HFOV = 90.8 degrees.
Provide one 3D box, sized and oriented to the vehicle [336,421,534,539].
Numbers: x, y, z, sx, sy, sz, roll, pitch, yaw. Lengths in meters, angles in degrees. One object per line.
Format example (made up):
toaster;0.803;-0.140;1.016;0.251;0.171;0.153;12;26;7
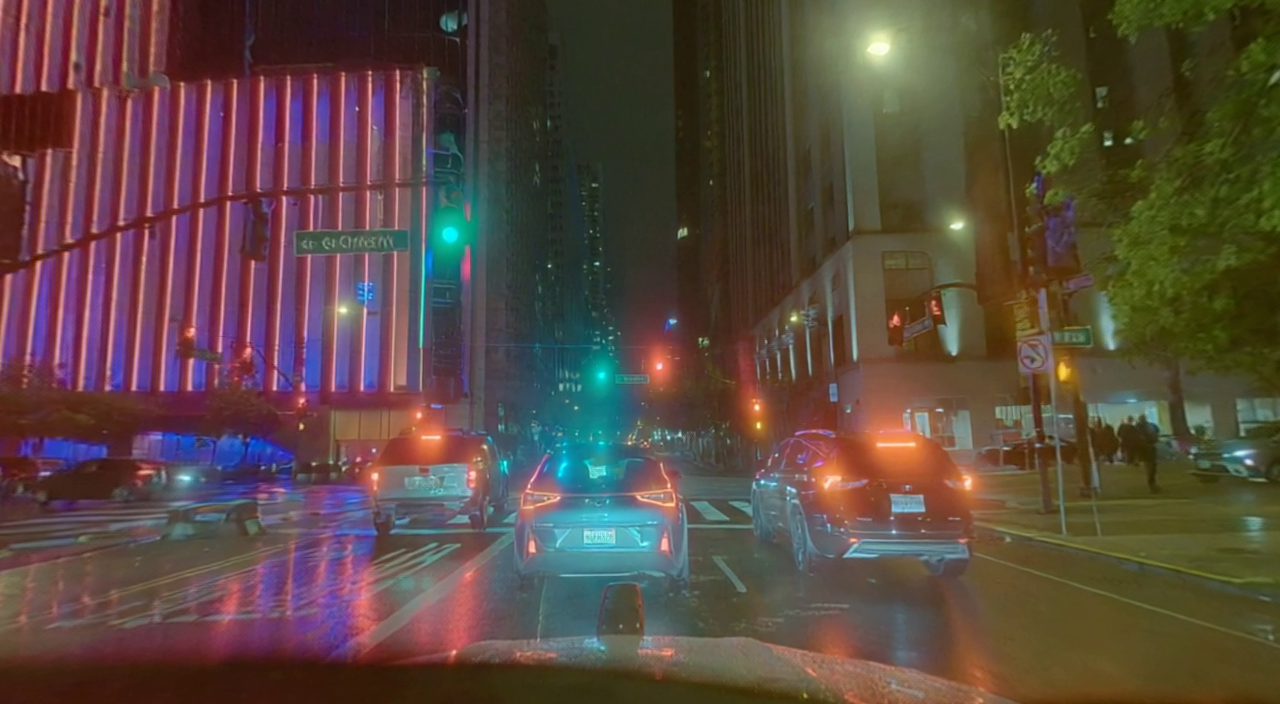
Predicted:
vehicle;-3.690;2.416;12.699;2.190;1.840;5.272;0;-8;0

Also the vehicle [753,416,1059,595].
vehicle;3.036;1.853;8.622;2.072;1.735;4.759;0;-8;0

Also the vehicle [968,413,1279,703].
vehicle;2.743;0.809;1.114;1.902;1.454;4.540;0;-8;0

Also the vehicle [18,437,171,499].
vehicle;-30.871;6.529;35.940;5.896;3.276;2.809;1;-8;1

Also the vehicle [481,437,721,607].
vehicle;-0.363;1.791;7.641;2.092;1.454;4.132;0;-8;-1

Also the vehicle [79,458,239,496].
vehicle;-20.200;5.255;26.713;5.153;1.449;1.966;0;-8;0
